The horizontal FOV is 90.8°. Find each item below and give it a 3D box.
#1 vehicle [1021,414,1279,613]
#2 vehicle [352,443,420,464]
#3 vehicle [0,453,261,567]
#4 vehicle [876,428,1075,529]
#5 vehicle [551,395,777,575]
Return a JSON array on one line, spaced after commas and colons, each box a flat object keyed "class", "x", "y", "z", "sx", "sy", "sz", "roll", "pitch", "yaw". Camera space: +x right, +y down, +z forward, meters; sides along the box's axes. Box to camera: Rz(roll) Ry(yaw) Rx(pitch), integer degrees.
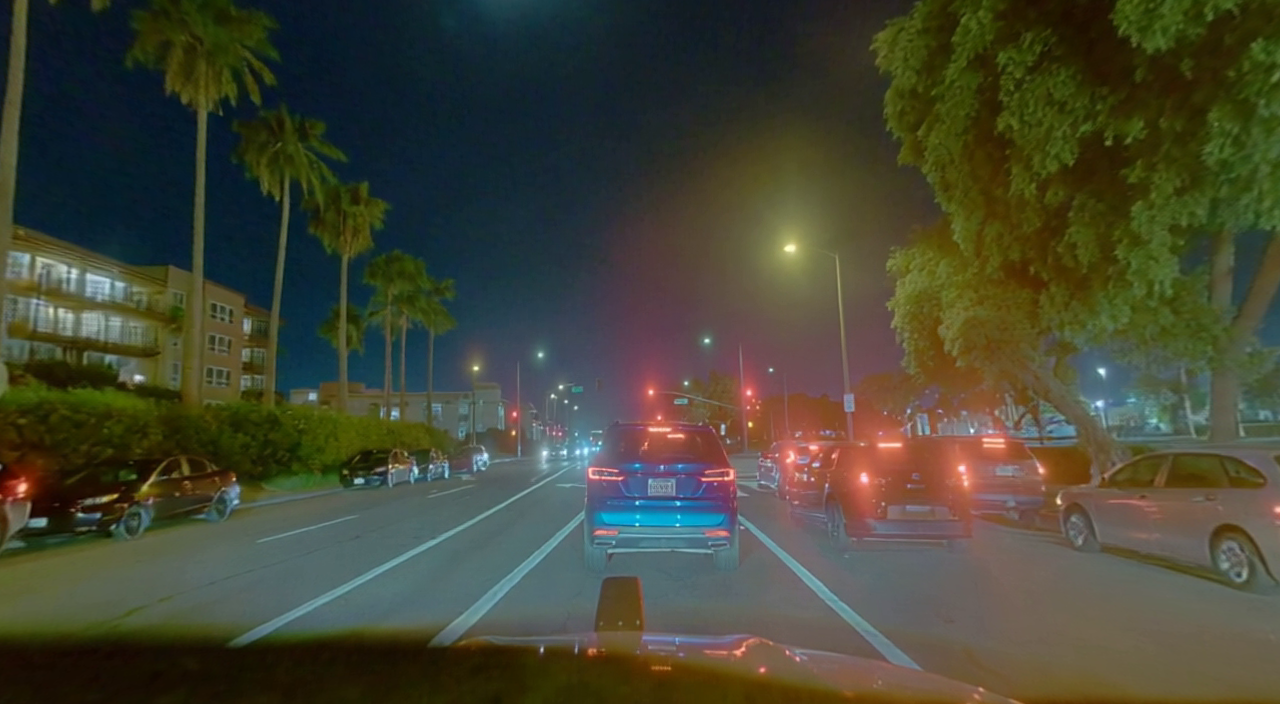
[{"class": "vehicle", "x": 6.440, "y": 1.602, "z": 6.937, "sx": 1.935, "sy": 1.672, "sz": 4.139, "roll": 0, "pitch": -8, "yaw": 1}, {"class": "vehicle", "x": -18.724, "y": 7.486, "z": 46.653, "sx": 1.759, "sy": 1.457, "sz": 4.297, "roll": -7, "pitch": -11, "yaw": 39}, {"class": "vehicle", "x": -9.576, "y": 2.793, "z": 11.900, "sx": 2.054, "sy": 1.467, "sz": 4.595, "roll": -3, "pitch": -7, "yaw": 0}, {"class": "vehicle", "x": 6.667, "y": 2.529, "z": 13.244, "sx": 1.930, "sy": 1.736, "sz": 4.329, "roll": -1, "pitch": -8, "yaw": 3}, {"class": "vehicle", "x": 0.260, "y": 1.656, "z": 8.563, "sx": 2.264, "sy": 1.798, "sz": 4.258, "roll": 0, "pitch": -8, "yaw": 1}]
